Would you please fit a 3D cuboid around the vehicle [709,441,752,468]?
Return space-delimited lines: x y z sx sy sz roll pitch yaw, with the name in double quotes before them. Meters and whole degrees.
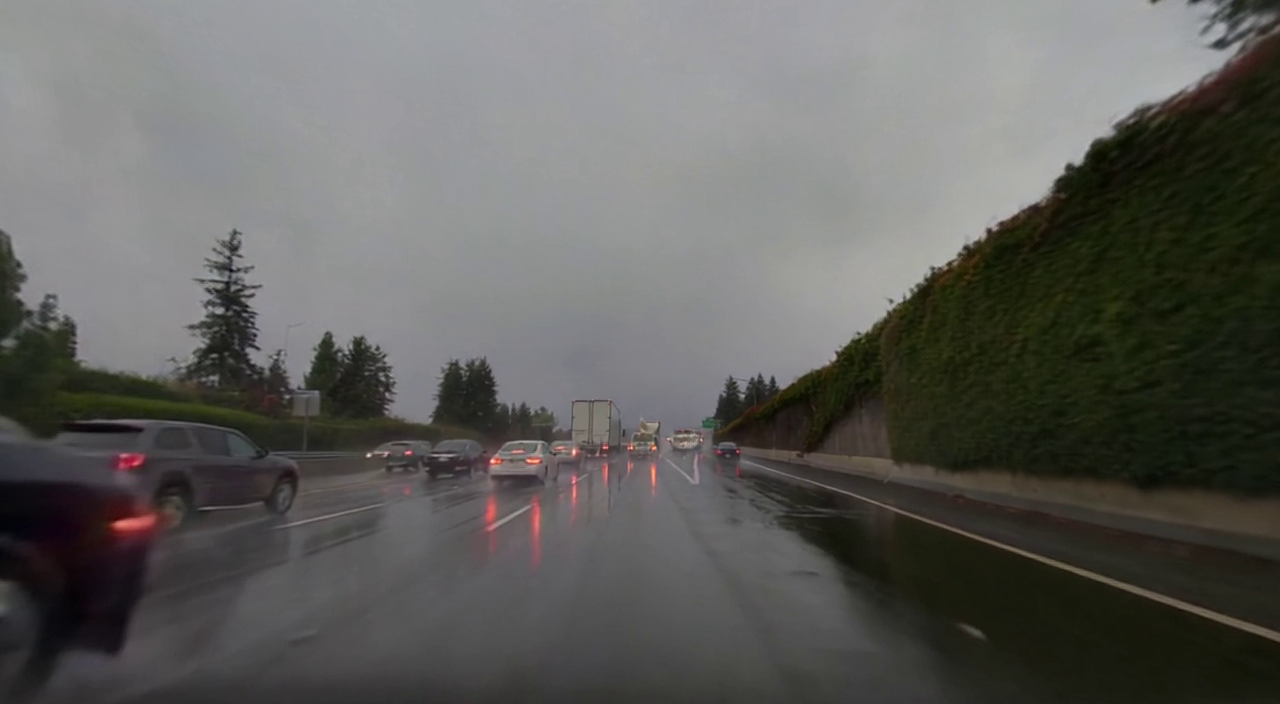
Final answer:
"vehicle" 5.303 6.029 37.392 2.176 1.493 3.955 0 -8 3

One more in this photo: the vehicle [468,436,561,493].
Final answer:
"vehicle" -3.815 3.494 20.011 1.866 1.568 4.603 0 -8 2

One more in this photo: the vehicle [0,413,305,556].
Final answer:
"vehicle" -7.661 1.989 10.227 2.011 1.789 4.352 0 -8 0

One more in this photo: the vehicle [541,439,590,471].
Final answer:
"vehicle" -4.032 5.621 34.643 2.124 1.627 3.863 0 -8 1

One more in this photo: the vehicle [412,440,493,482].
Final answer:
"vehicle" -7.566 4.416 25.856 1.967 1.555 4.161 0 -8 1

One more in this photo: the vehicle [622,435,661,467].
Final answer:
"vehicle" 0.113 6.213 39.743 2.325 1.864 4.128 0 -8 1
